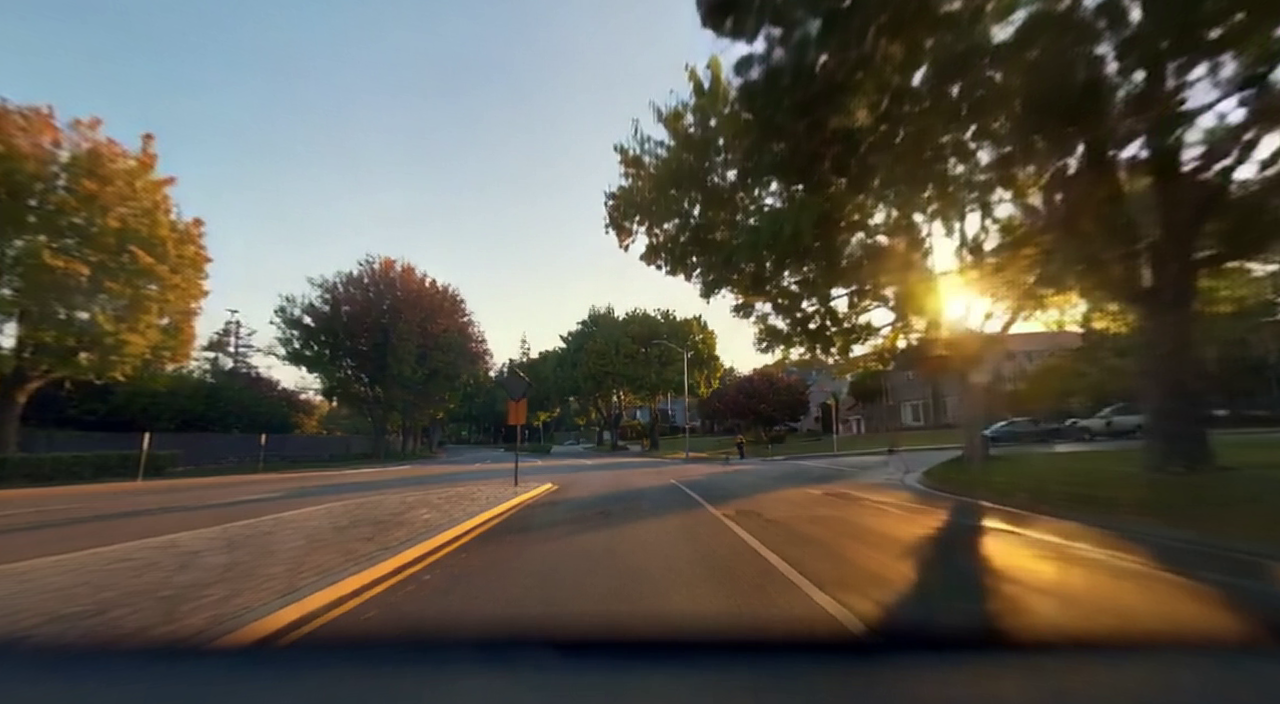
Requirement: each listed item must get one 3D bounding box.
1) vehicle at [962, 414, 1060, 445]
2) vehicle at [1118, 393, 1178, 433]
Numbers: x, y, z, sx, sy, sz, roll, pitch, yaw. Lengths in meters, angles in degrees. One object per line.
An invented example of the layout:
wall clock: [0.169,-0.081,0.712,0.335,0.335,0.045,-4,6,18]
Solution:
vehicle: [20.644,4.375,35.132,4.499,1.627,2.003,-5,-10,33]
vehicle: [29.125,3.562,36.016,2.111,2.008,4.557,-8,-12,43]
